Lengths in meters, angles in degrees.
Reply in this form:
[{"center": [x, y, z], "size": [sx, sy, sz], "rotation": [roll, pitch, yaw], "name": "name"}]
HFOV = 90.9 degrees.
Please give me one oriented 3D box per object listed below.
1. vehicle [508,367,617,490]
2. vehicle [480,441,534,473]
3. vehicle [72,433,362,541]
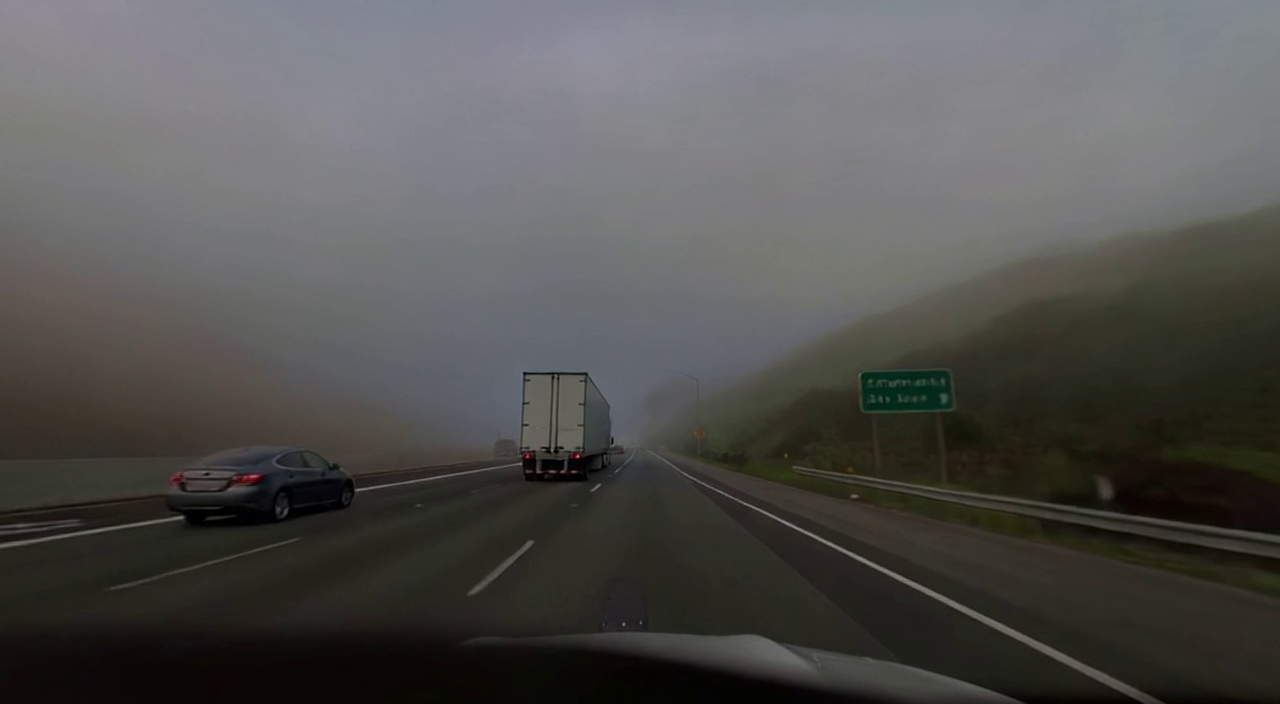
[{"center": [-3.017, 3.888, 30.480], "size": [3.202, 4.352, 16.251], "rotation": [0, -9, 0], "name": "vehicle"}, {"center": [-7.164, 5.664, 34.344], "size": [1.949, 1.604, 4.456], "rotation": [0, -9, 0], "name": "vehicle"}, {"center": [-6.986, 2.243, 11.211], "size": [1.911, 1.494, 4.555], "rotation": [0, -9, 1], "name": "vehicle"}]
